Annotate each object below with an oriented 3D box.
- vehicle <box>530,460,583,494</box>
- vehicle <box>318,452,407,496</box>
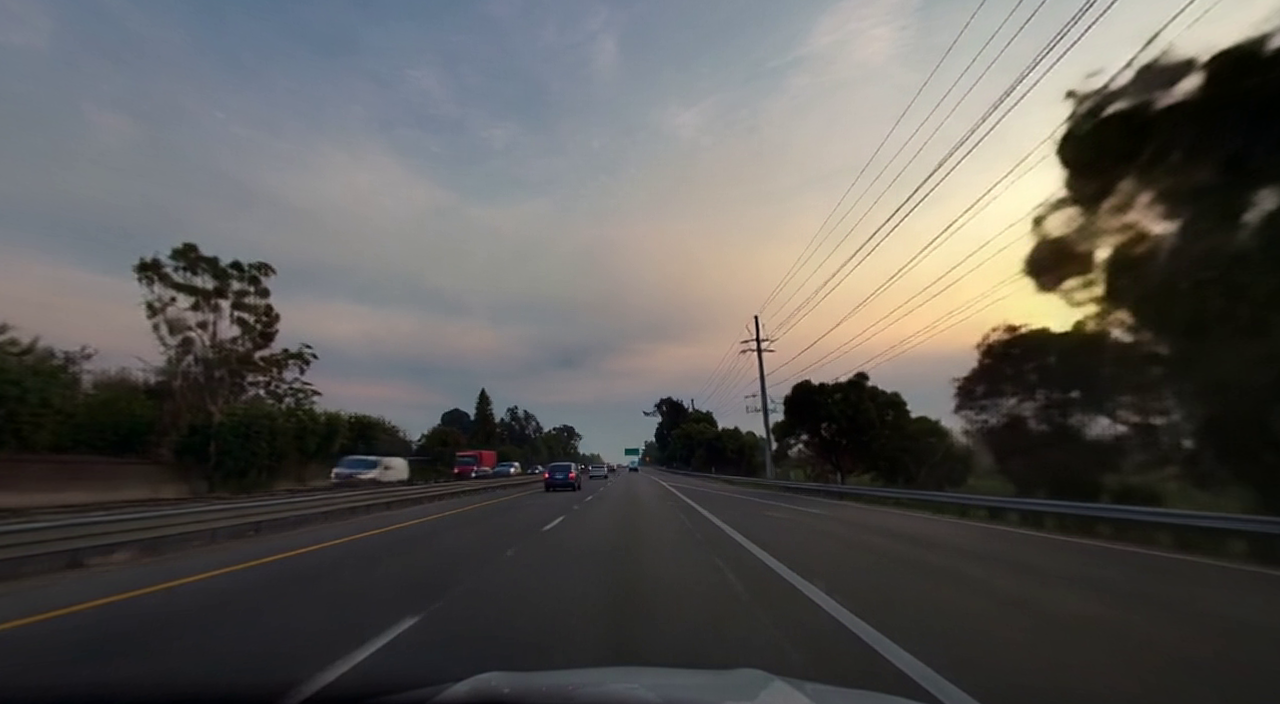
[{"bbox_3d":[-4.037,6.149,31.052,1.963,1.501,4.227,1,-10,1],"label":"vehicle"},{"bbox_3d":[-12.850,5.705,29.531,2.106,1.829,4.287,1,-10,0],"label":"vehicle"}]
